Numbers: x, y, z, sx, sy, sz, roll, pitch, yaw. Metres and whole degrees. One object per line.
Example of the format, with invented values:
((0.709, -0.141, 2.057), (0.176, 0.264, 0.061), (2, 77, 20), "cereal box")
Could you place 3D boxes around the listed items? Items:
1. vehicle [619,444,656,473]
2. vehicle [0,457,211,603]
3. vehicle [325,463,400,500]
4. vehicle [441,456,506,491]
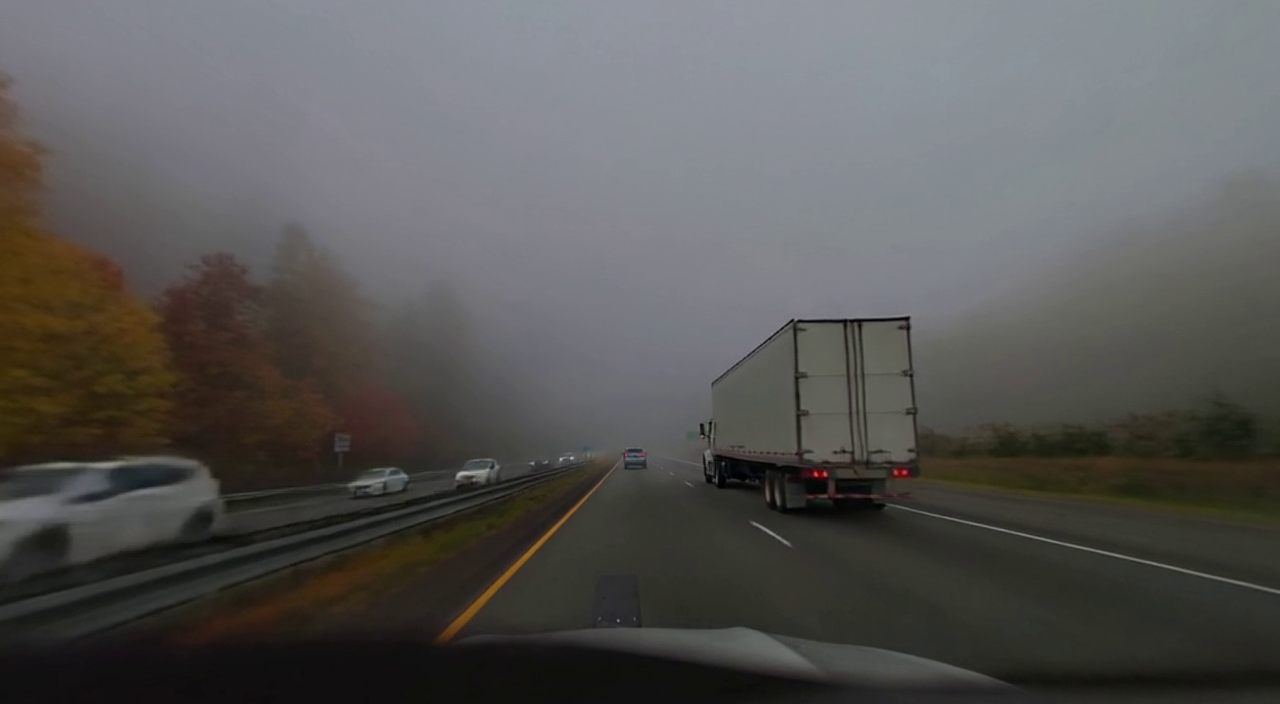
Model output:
((-0.183, 6.654, 39.351), (2.168, 1.705, 4.272), (-1, -9, -1), "vehicle")
((-8.684, 2.416, 9.085), (1.967, 1.682, 4.187), (0, -9, -1), "vehicle")
((-13.314, 6.224, 30.348), (1.842, 1.527, 3.921), (-1, -9, 0), "vehicle")
((-8.489, 6.227, 32.449), (2.068, 1.560, 4.870), (-1, -9, 0), "vehicle")
